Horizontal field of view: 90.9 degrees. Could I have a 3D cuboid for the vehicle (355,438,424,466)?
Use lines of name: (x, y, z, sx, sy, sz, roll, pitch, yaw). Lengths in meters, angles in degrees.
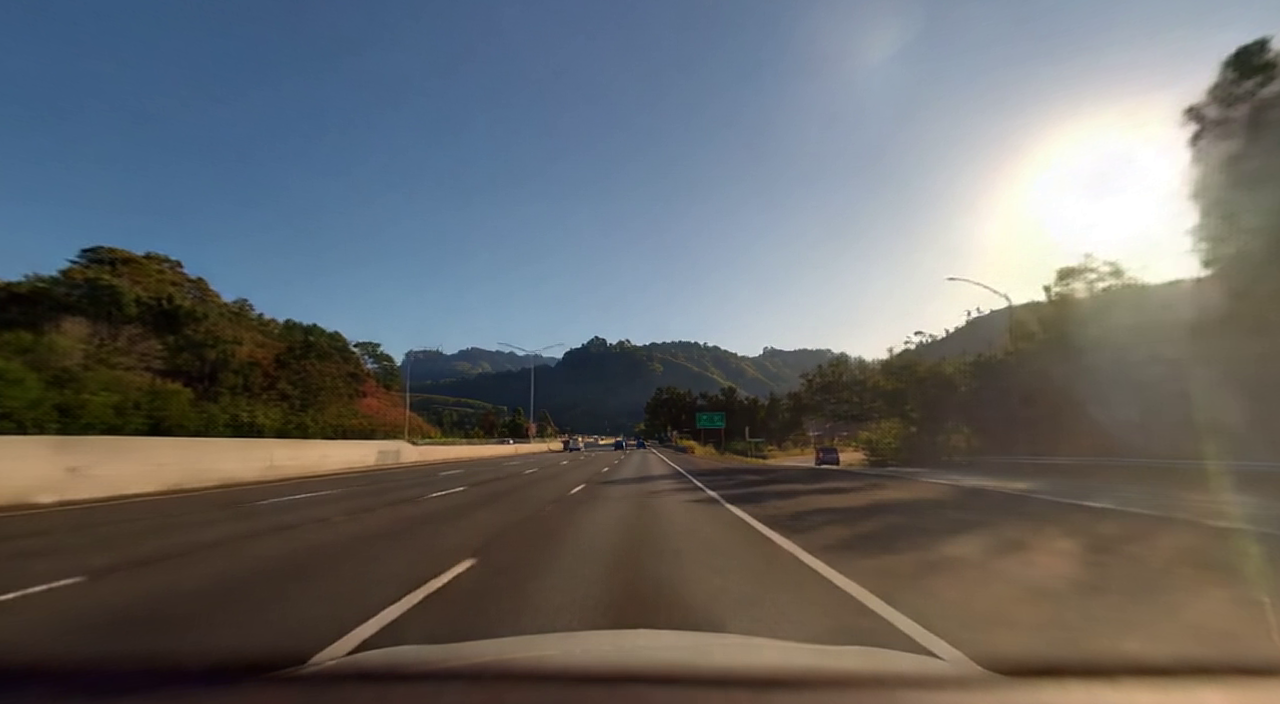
vehicle: (-16.741, 6.728, 42.511, 2.236, 1.754, 5.703, 0, -9, 1)
